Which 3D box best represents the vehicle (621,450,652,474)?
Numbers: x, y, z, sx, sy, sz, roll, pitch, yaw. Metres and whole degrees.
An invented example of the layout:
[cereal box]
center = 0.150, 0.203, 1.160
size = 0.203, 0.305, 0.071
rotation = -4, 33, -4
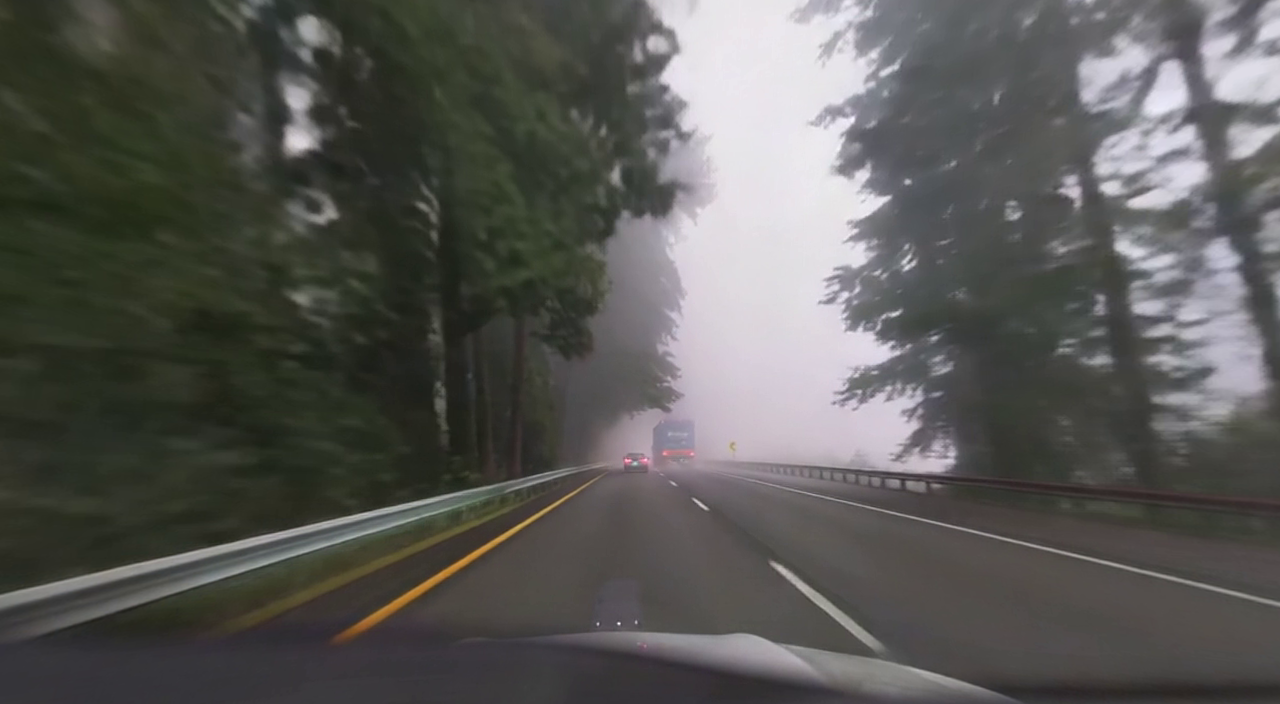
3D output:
[vehicle]
center = -0.221, 7.546, 43.142
size = 2.057, 1.528, 3.958
rotation = -1, -9, 0
